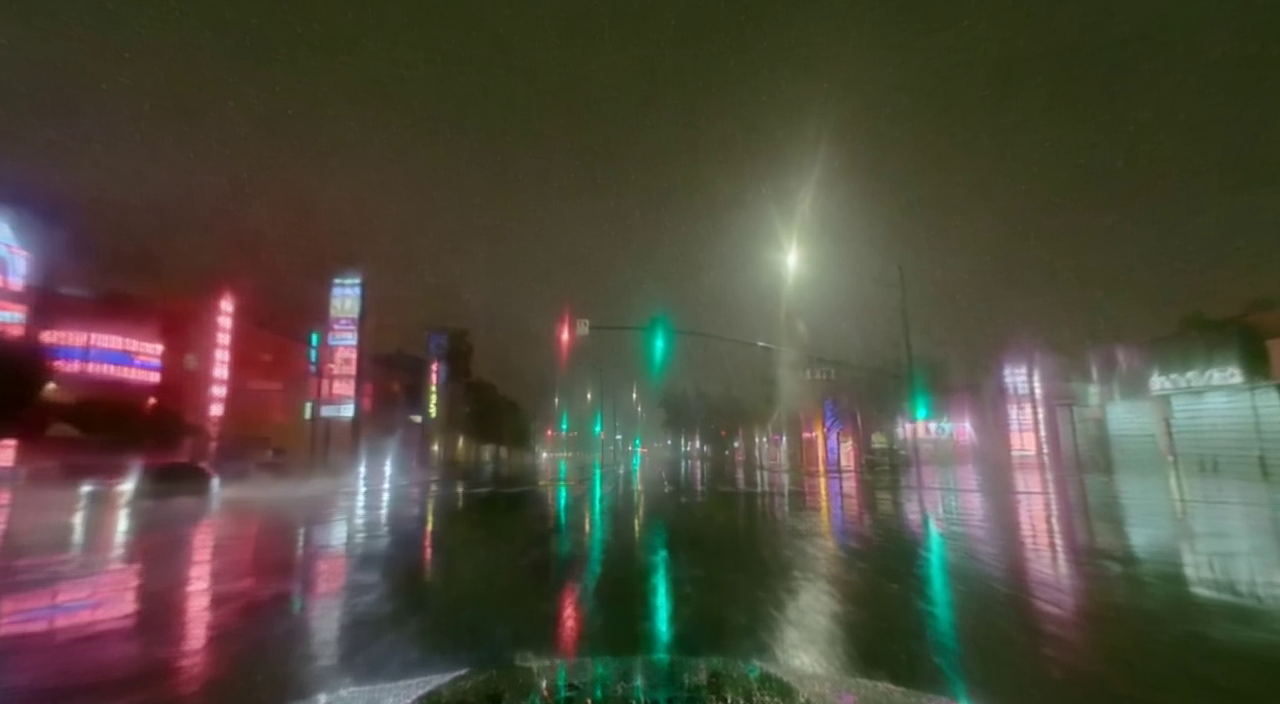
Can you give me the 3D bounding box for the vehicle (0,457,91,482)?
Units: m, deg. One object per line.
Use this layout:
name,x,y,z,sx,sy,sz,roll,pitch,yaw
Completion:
vehicle,-43.275,8.545,46.153,2.057,1.628,4.784,0,-9,-2

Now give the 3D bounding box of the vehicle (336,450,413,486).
vehicle,-12.979,5.669,31.212,1.892,1.639,4.311,0,-9,1

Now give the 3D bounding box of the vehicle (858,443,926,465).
vehicle,19.801,8.057,49.832,4.468,1.635,2.017,0,-9,-3

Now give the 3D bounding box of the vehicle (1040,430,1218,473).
vehicle,20.870,4.270,27.192,5.587,1.689,2.605,0,-9,-3

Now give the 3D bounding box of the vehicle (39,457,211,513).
vehicle,-16.662,4.284,20.821,1.924,1.557,4.357,0,-9,1
